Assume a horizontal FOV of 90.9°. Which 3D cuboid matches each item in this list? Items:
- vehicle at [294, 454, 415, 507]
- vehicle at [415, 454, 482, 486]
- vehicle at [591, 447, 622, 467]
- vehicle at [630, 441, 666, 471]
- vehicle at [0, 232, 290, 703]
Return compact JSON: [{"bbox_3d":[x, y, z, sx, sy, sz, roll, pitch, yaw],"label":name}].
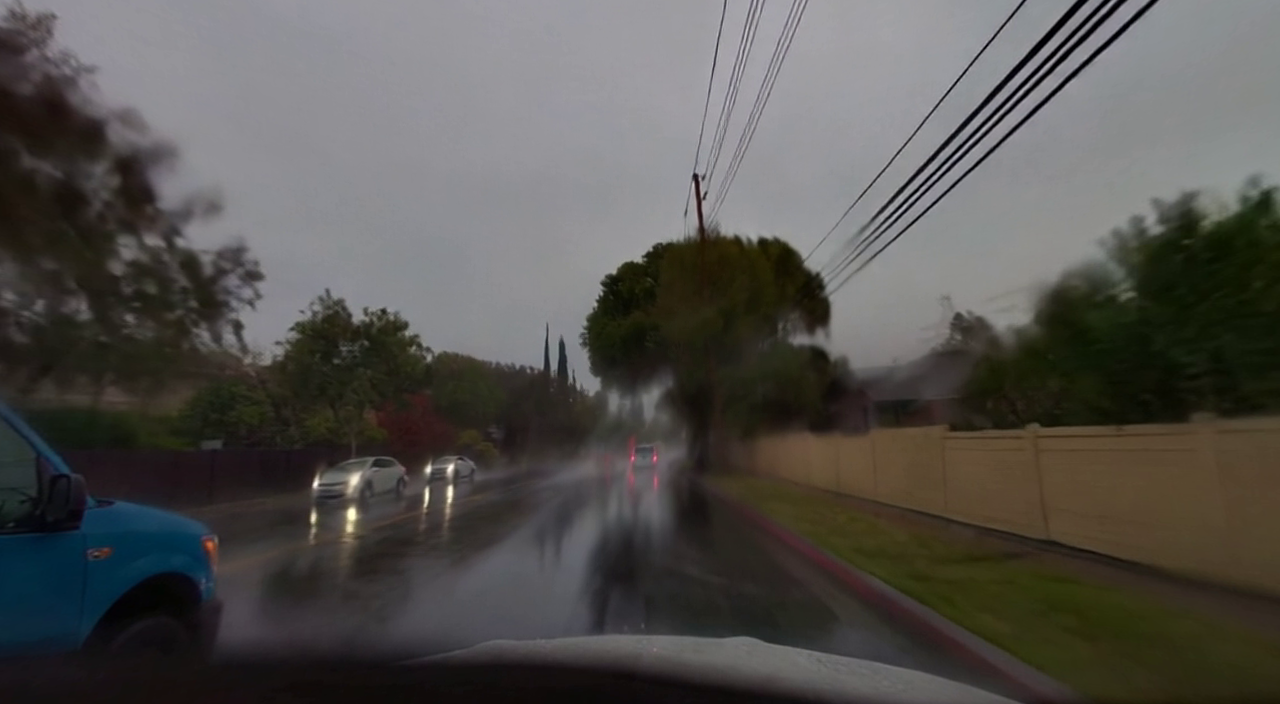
[{"bbox_3d":[-9.714,4.373,21.933,2.068,1.480,4.641,-3,-9,0],"label":"vehicle"},{"bbox_3d":[-9.786,6.066,32.650,2.005,1.471,4.330,-1,-9,2],"label":"vehicle"},{"bbox_3d":[-2.567,8.198,49.307,1.968,1.472,4.489,0,-9,2],"label":"vehicle"},{"bbox_3d":[0.492,6.489,39.529,2.120,1.718,3.909,0,-9,1],"label":"vehicle"},{"bbox_3d":[-3.512,0.471,1.105,2.336,2.152,5.866,0,-9,1],"label":"vehicle"}]
